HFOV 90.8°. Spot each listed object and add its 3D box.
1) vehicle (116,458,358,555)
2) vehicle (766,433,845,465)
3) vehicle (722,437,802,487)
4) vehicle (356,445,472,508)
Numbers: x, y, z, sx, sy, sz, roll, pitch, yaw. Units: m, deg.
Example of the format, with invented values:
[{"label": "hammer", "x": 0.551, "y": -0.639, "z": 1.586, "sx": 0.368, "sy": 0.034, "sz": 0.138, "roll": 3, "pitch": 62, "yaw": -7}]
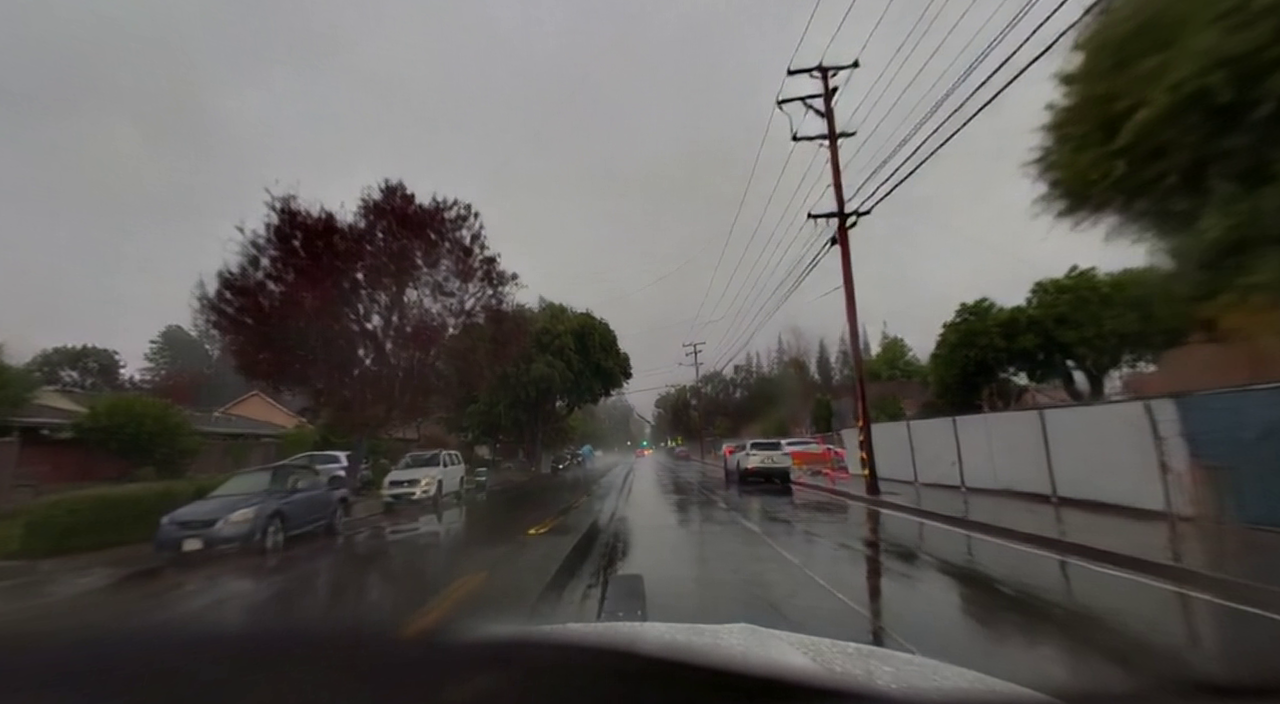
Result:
[{"label": "vehicle", "x": -7.697, "y": 2.936, "z": 12.770, "sx": 2.041, "sy": 1.480, "sz": 4.474, "roll": -3, "pitch": -9, "yaw": -1}, {"label": "vehicle", "x": 10.551, "y": 6.232, "z": 40.522, "sx": 4.399, "sy": 1.884, "sz": 2.071, "roll": -1, "pitch": -10, "yaw": -1}, {"label": "vehicle", "x": 4.182, "y": 3.859, "z": 22.384, "sx": 1.902, "sy": 1.542, "sz": 4.099, "roll": -2, "pitch": -9, "yaw": -1}, {"label": "vehicle", "x": -7.400, "y": 4.112, "z": 21.315, "sx": 2.055, "sy": 1.806, "sz": 4.540, "roll": -2, "pitch": -9, "yaw": 3}]
